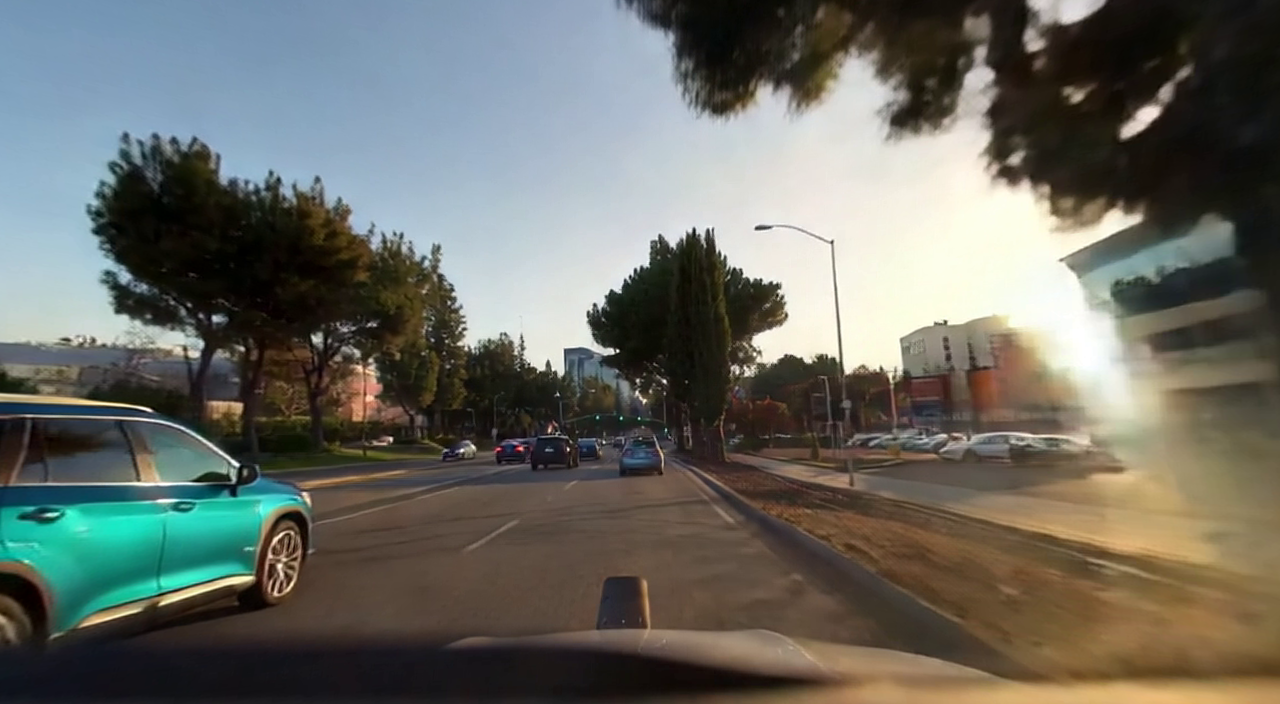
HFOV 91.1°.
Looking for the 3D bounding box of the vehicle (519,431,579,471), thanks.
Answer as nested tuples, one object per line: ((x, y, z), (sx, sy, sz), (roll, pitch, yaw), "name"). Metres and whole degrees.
((-4.168, 4.603, 29.424), (2.113, 1.713, 4.422), (0, -8, 1), "vehicle")

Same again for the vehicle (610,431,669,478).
((-0.018, 3.895, 24.046), (2.042, 1.641, 4.187), (0, -8, 0), "vehicle")

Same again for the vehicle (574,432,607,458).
((-3.669, 6.986, 47.144), (2.047, 1.810, 4.414), (0, -8, 0), "vehicle")

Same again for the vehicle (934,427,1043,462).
((17.342, 4.629, 31.371), (4.290, 1.664, 1.893), (1, -8, -3), "vehicle")

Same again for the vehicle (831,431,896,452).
((17.593, 7.075, 49.532), (4.329, 1.656, 1.873), (0, -8, 1), "vehicle")

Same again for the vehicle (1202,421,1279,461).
((28.835, 4.062, 28.638), (4.367, 1.763, 2.015), (0, -8, 1), "vehicle")

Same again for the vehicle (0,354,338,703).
((-3.766, 0.955, 3.490), (2.070, 1.641, 4.152), (0, -8, 0), "vehicle")

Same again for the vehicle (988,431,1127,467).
((17.580, 4.097, 26.590), (4.460, 1.449, 1.959), (0, -8, -2), "vehicle")

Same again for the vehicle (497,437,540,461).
((-8.013, 6.432, 41.653), (1.926, 1.463, 4.450), (0, -8, 1), "vehicle")
